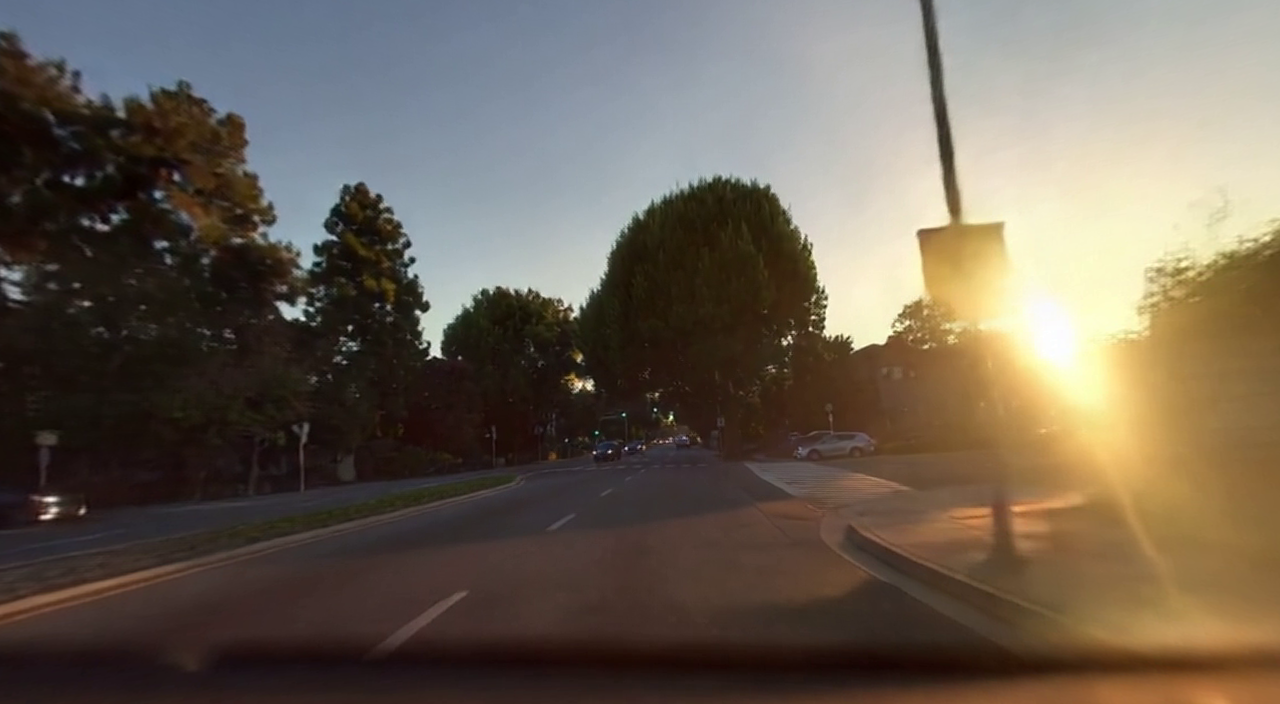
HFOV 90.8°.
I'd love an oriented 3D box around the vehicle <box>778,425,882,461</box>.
[{"bbox_3d":[9.798,4.680,32.543,4.906,1.729,2.414,-3,-9,21],"label":"vehicle"}]
